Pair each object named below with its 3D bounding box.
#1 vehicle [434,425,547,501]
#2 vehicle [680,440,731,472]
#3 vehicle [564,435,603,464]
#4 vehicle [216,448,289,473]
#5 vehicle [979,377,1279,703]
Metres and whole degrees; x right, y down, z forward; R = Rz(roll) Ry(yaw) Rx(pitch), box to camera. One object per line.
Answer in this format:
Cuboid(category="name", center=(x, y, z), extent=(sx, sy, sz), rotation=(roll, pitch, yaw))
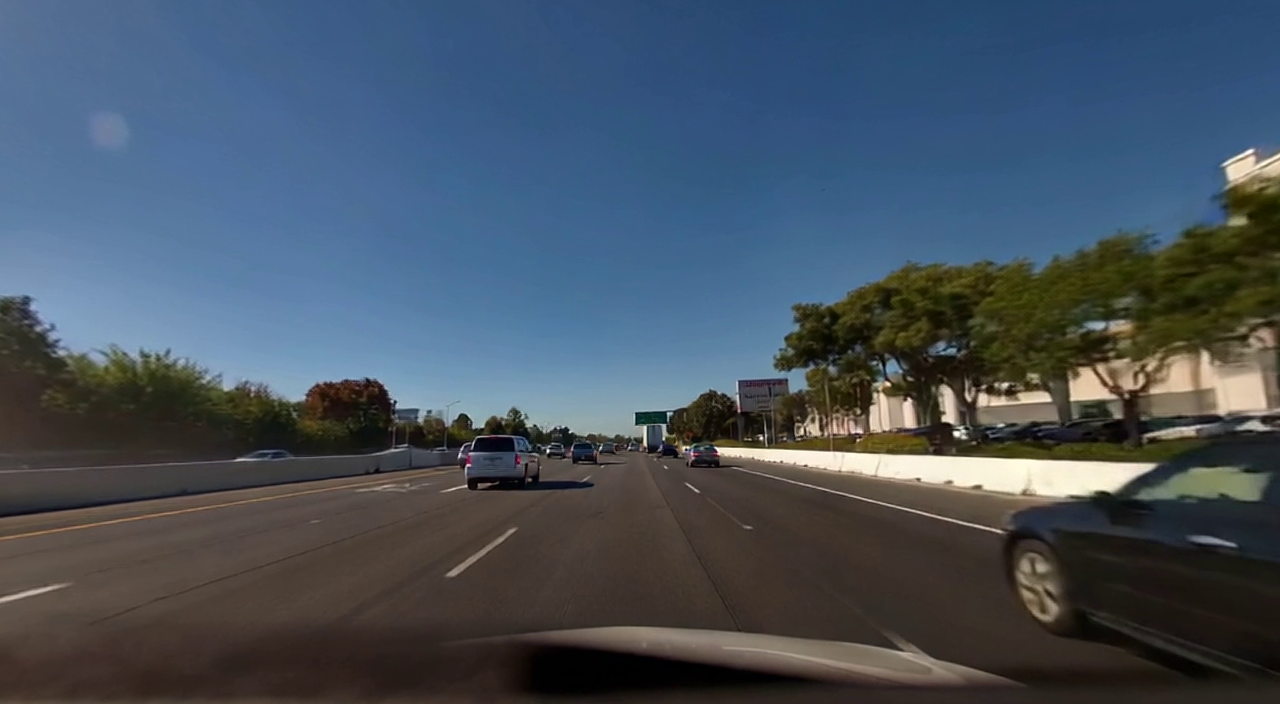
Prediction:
Cuboid(category="vehicle", center=(-3.873, 2.969, 17.240), extent=(1.987, 1.765, 4.508), rotation=(0, -8, 0))
Cuboid(category="vehicle", center=(3.263, 5.269, 32.195), extent=(1.957, 1.510, 4.643), rotation=(0, -8, -2))
Cuboid(category="vehicle", center=(-4.016, 7.078, 45.892), extent=(2.410, 1.981, 5.355), rotation=(0, -8, 0))
Cuboid(category="vehicle", center=(-24.943, 6.990, 40.869), extent=(1.944, 1.478, 4.295), rotation=(0, -8, 1))
Cuboid(category="vehicle", center=(3.683, 0.905, 2.636), extent=(2.033, 1.596, 4.344), rotation=(0, -8, -1))
